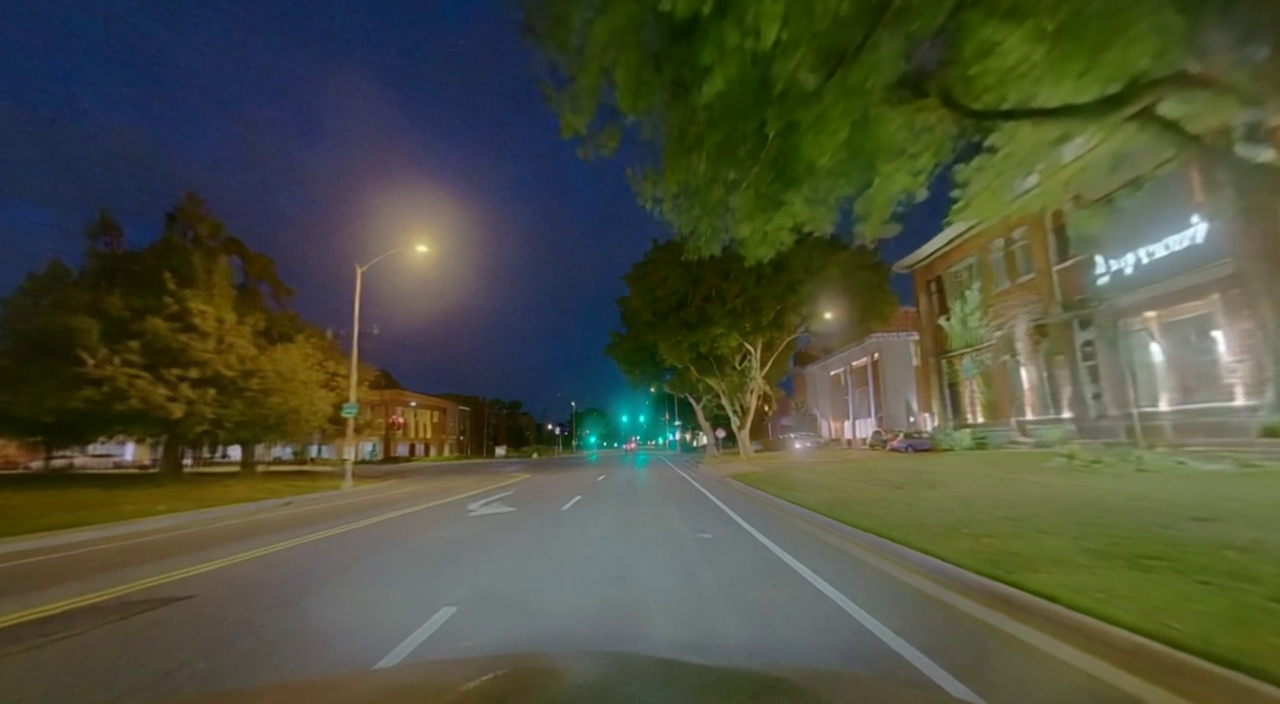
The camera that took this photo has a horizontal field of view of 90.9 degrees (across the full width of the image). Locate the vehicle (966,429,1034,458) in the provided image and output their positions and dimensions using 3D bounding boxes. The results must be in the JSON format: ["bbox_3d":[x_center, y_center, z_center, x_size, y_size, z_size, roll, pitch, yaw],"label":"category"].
[{"bbox_3d":[20.750,5.302,36.528,1.766,1.560,3.695,0,-8,0],"label":"vehicle"}]

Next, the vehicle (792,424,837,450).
[{"bbox_3d":[11.949,5.915,43.559,2.036,1.636,4.995,0,-8,5],"label":"vehicle"}]

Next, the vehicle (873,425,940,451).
[{"bbox_3d":[15.367,5.028,36.608,1.866,1.420,4.447,0,-8,0],"label":"vehicle"}]
